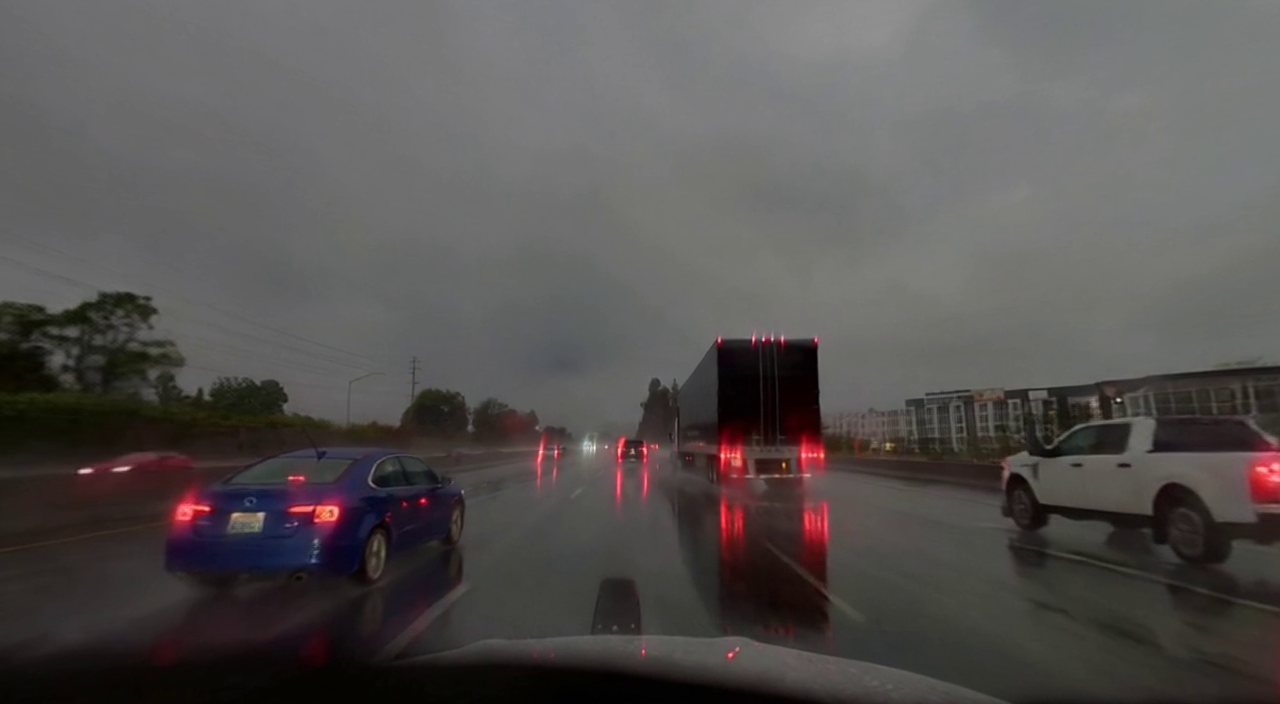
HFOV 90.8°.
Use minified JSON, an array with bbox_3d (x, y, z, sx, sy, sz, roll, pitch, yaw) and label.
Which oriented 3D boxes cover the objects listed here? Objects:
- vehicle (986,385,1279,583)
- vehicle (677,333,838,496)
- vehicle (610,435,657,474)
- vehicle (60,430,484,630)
[{"bbox_3d":[6.928,1.528,7.832,2.106,1.795,5.489,0,-9,-1],"label":"vehicle"},{"bbox_3d":[3.359,2.709,23.377,2.876,4.086,15.117,0,-9,-1],"label":"vehicle"},{"bbox_3d":[-0.360,5.166,31.979,2.203,1.805,4.358,0,-9,-1],"label":"vehicle"},{"bbox_3d":[-3.208,1.634,6.859,1.864,1.406,4.544,0,-9,0],"label":"vehicle"}]
